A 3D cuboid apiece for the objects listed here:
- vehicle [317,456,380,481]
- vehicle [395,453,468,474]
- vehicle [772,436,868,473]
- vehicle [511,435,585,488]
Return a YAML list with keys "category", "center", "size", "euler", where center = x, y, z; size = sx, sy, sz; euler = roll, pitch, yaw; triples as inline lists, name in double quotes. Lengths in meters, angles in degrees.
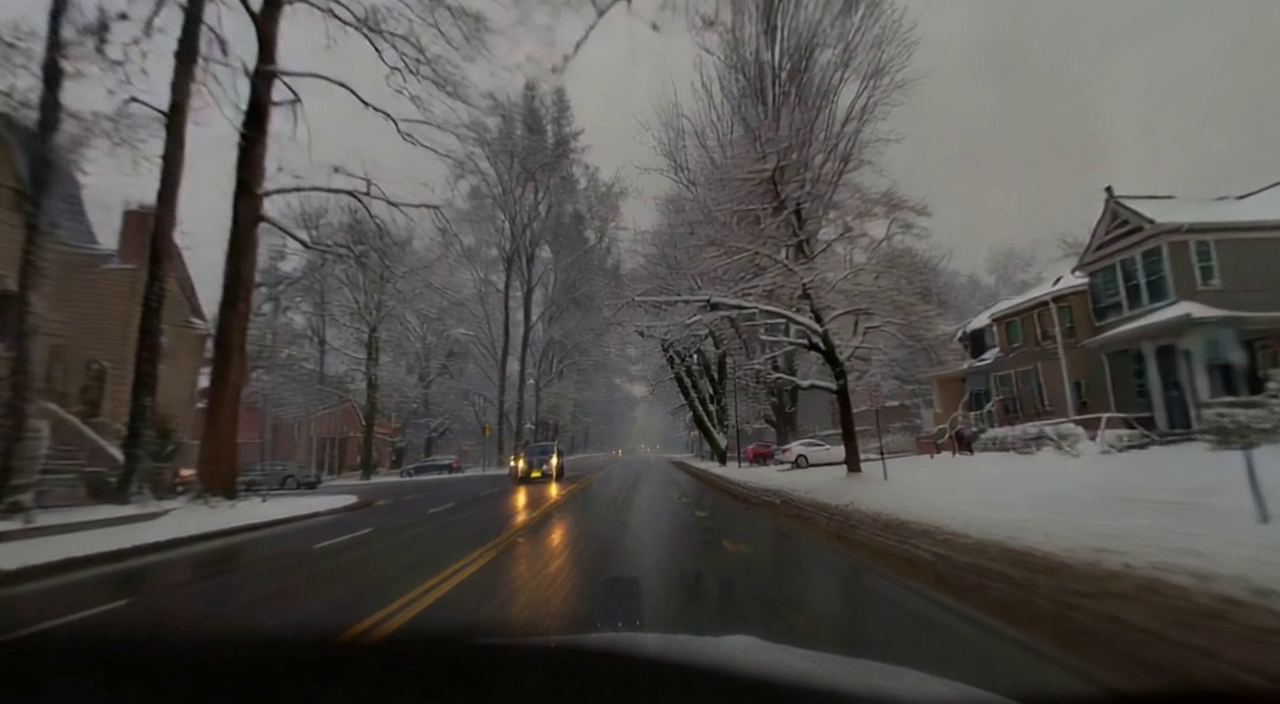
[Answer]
- category: "vehicle"
  center: [-21.502, 8.594, 46.762]
  size: [2.052, 1.470, 4.633]
  euler: [-7, -9, 6]
- category: "vehicle"
  center: [-15.154, 8.128, 45.982]
  size: [4.649, 1.423, 1.850]
  euler: [-1, -9, 5]
- category: "vehicle"
  center: [9.335, 5.359, 33.025]
  size: [4.385, 1.612, 2.070]
  euler: [-4, -9, 4]
- category: "vehicle"
  center: [-3.629, 4.467, 26.138]
  size: [2.275, 1.953, 5.423]
  euler: [0, -9, 0]
